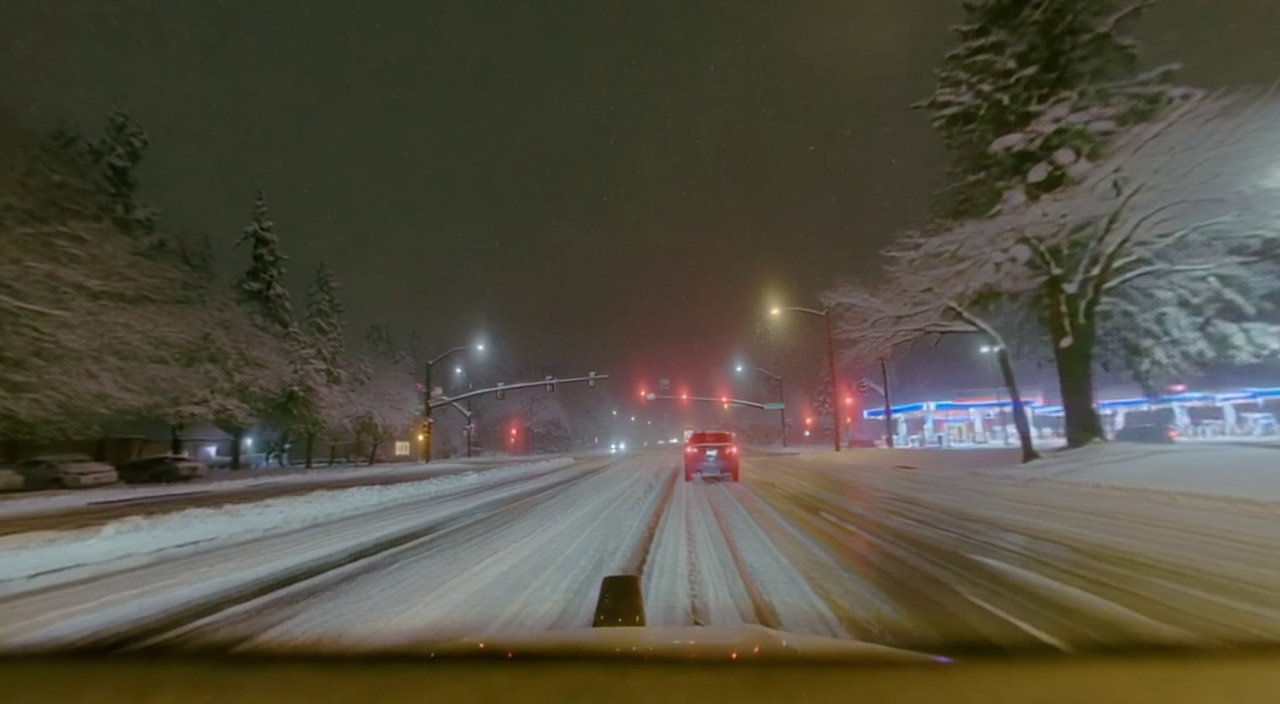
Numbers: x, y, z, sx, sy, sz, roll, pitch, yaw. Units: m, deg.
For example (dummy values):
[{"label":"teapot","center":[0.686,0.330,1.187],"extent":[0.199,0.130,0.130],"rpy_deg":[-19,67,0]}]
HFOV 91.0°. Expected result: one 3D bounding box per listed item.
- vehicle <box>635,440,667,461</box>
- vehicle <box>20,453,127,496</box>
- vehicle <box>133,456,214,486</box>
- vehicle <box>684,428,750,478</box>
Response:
[{"label":"vehicle","center":[0.857,7.201,46.219],"extent":[2.100,1.469,3.872],"rpy_deg":[-1,-9,5]},{"label":"vehicle","center":[-25.371,5.422,28.170],"extent":[4.428,1.708,1.952],"rpy_deg":[-4,-10,27]},{"label":"vehicle","center":[-25.455,6.453,34.326],"extent":[4.538,1.469,1.912],"rpy_deg":[-6,-10,32]},{"label":"vehicle","center":[2.796,3.825,23.924],"extent":[2.213,1.715,4.242],"rpy_deg":[-1,-9,3]}]
